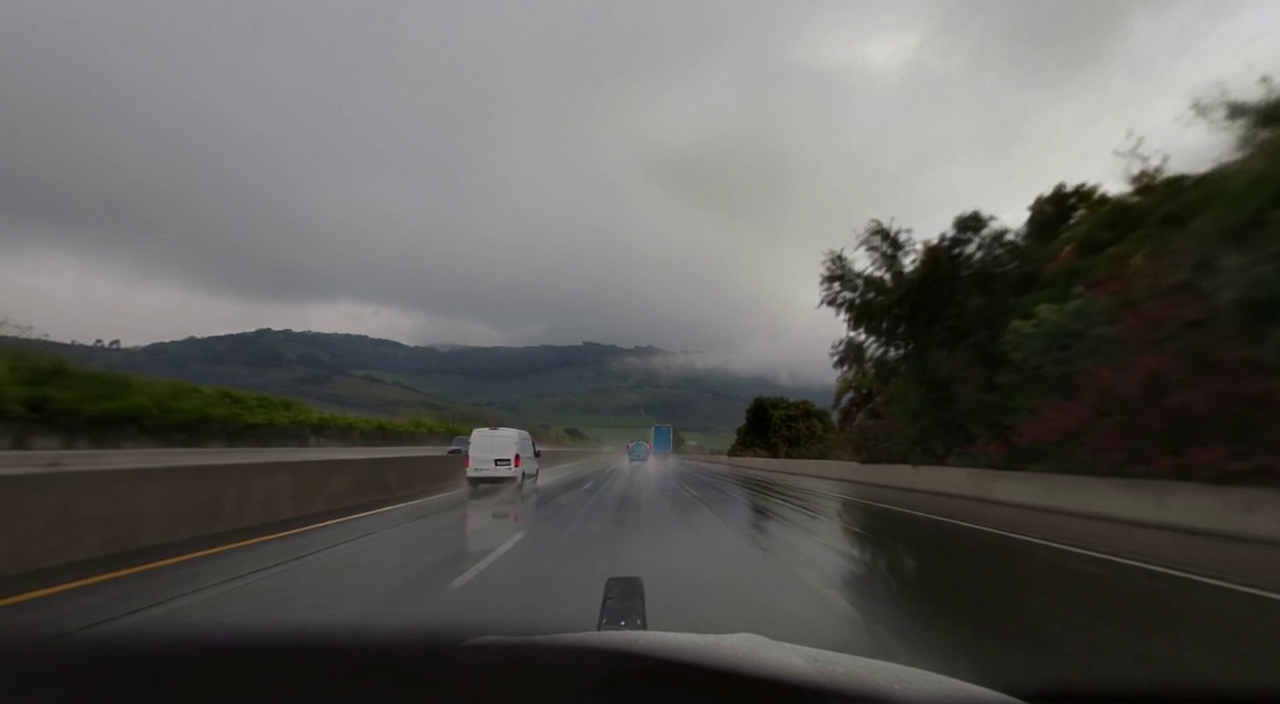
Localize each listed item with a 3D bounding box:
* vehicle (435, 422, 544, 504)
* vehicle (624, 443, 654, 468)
[{"bbox_3d":[-4.078,3.110,17.959,1.955,2.004,4.792,0,-9,0],"label":"vehicle"},{"bbox_3d":[-0.083,7.771,47.308,2.166,1.747,4.299,0,-9,0],"label":"vehicle"}]
